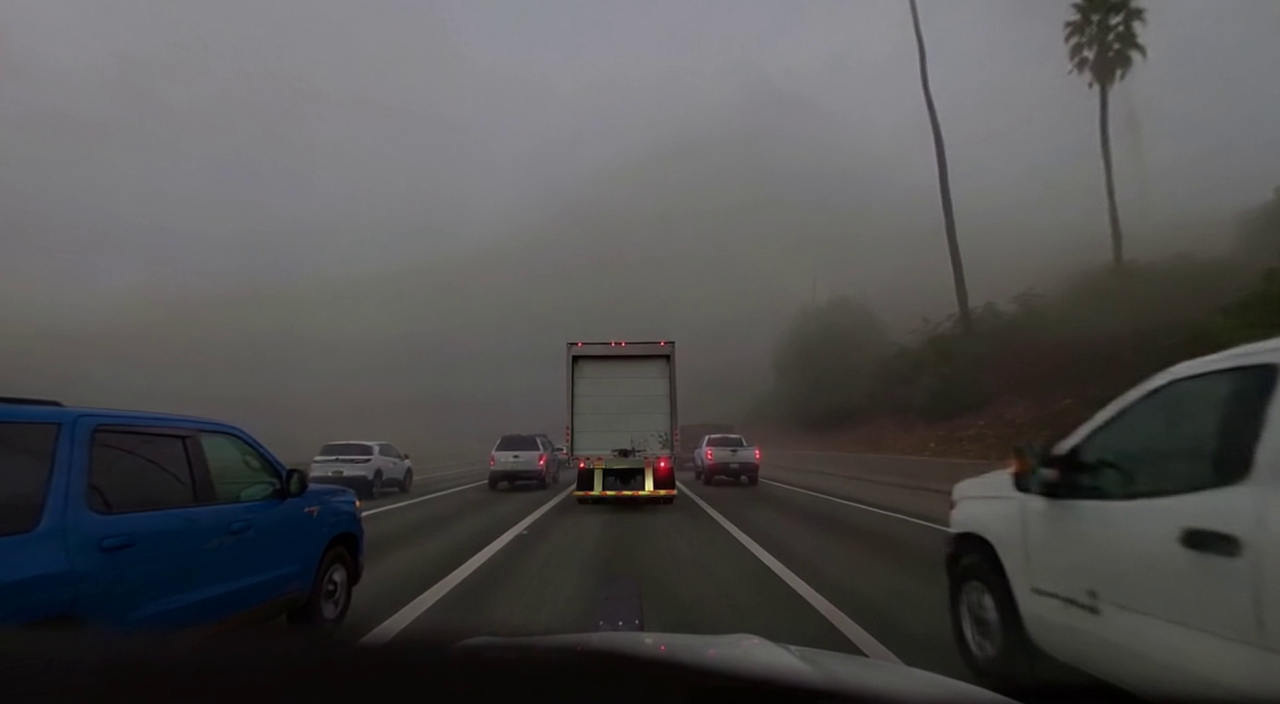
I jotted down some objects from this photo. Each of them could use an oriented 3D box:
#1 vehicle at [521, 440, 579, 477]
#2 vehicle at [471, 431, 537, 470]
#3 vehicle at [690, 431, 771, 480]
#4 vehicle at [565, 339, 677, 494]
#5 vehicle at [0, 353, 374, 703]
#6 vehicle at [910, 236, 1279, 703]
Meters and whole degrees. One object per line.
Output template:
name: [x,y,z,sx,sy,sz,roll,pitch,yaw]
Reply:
vehicle: [-3.864,4.636,27.787,1.874,1.475,4.328,0,-9,0]
vehicle: [-7.384,5.431,34.900,2.344,1.954,5.579,0,-9,1]
vehicle: [2.870,3.415,20.988,1.859,1.416,4.695,0,-9,-2]
vehicle: [-0.451,2.459,21.882,2.906,4.040,10.743,0,-9,1]
vehicle: [-3.255,1.020,3.420,1.885,1.654,4.103,0,-9,-1]
vehicle: [2.633,0.517,0.802,2.098,1.827,5.538,0,-9,0]
